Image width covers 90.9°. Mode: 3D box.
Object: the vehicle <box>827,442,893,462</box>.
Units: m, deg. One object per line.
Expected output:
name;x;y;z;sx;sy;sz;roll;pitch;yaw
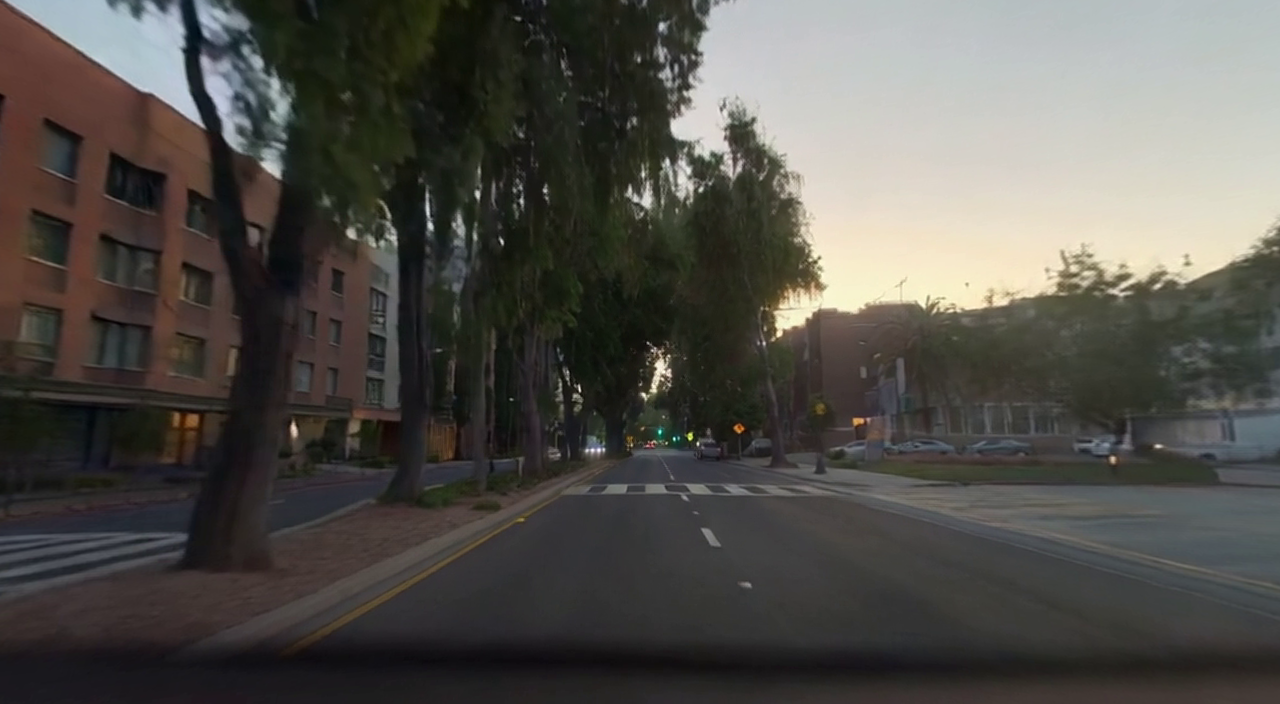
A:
vehicle;16.449;7.494;47.234;4.276;1.397;1.786;0;-8;0

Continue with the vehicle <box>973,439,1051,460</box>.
vehicle;27.595;7.191;46.781;4.560;1.444;1.929;-1;-8;-2

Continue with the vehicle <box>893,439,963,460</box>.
vehicle;21.406;7.249;46.896;4.333;1.491;1.744;-1;-7;1
